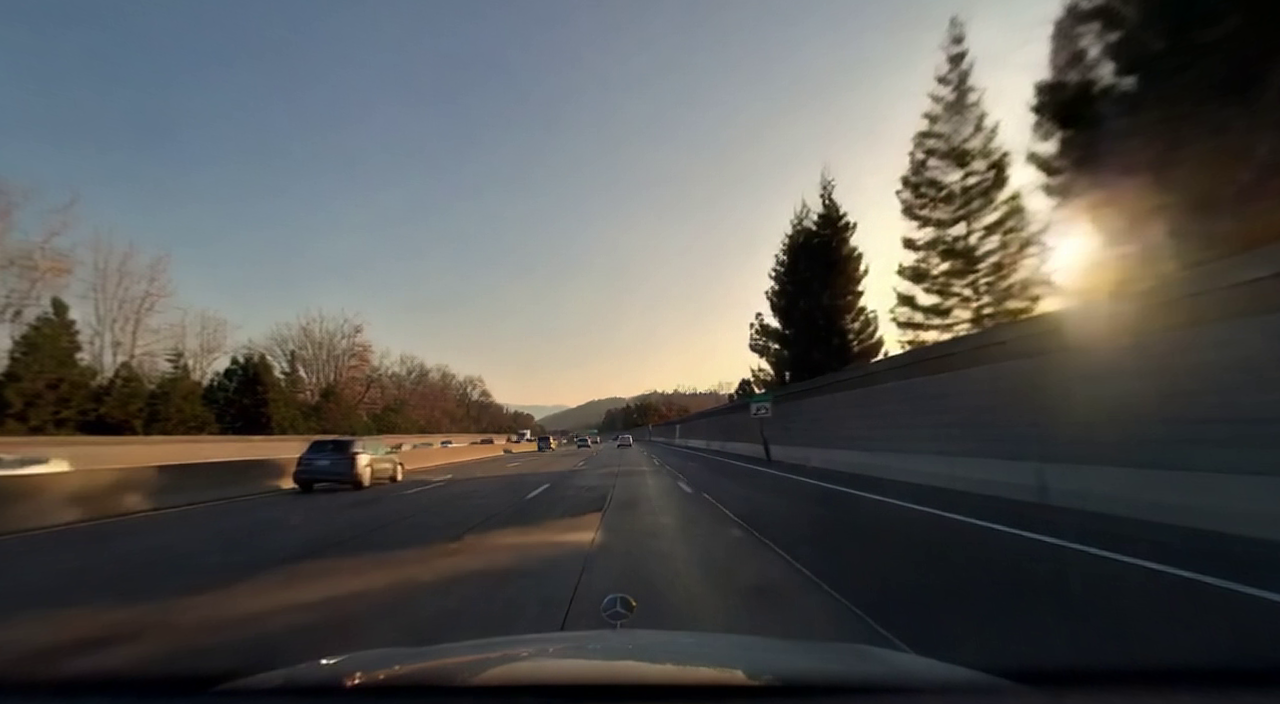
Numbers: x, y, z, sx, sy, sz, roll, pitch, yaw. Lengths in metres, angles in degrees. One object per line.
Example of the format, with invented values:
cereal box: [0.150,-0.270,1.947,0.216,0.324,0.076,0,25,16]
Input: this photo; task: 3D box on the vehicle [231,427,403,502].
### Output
vehicle: [-7.474,2.617,15.142,1.972,1.532,4.222,0,-8,-1]
